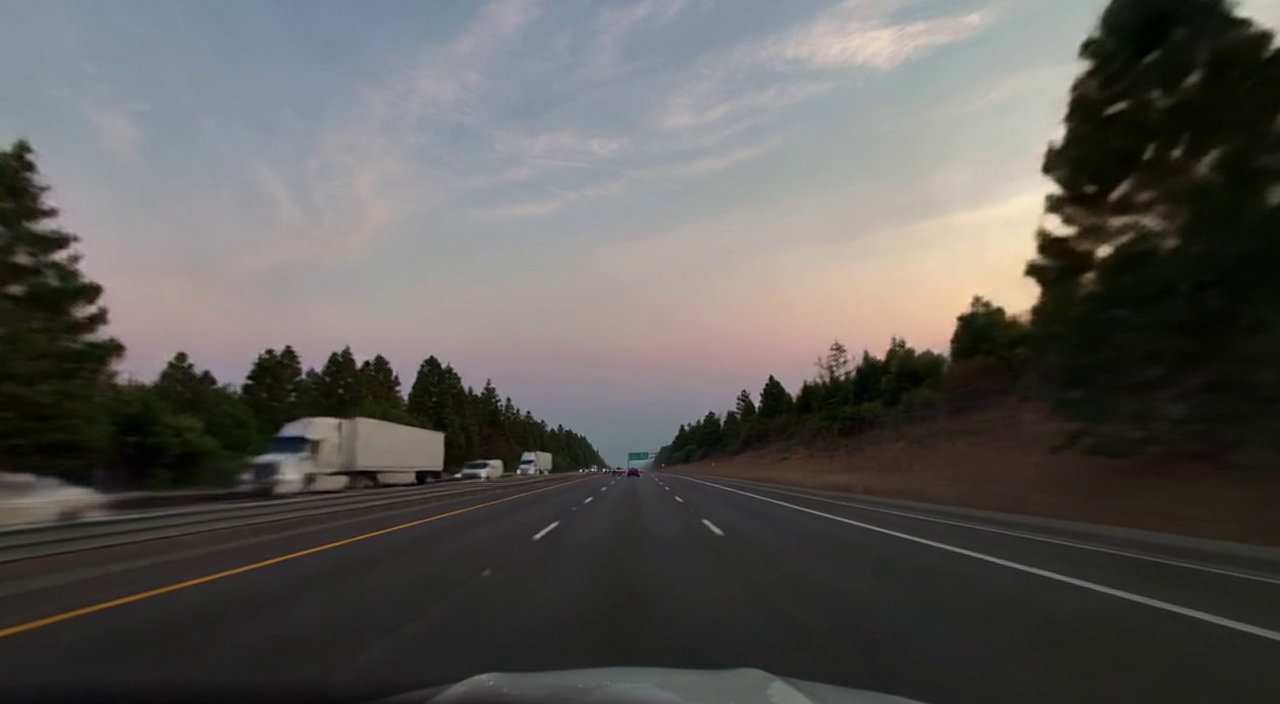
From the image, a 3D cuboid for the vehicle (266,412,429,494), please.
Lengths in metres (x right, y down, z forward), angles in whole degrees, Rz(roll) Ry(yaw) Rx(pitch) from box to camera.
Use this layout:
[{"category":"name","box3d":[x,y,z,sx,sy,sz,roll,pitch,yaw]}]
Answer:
[{"category":"vehicle","box3d":[-16.689,6.230,37.958,2.926,3.957,14.303,1,-11,0]}]

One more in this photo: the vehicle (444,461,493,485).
[{"category":"vehicle","box3d":[-12.077,8.569,44.762,2.189,1.563,4.504,0,-10,0]}]
